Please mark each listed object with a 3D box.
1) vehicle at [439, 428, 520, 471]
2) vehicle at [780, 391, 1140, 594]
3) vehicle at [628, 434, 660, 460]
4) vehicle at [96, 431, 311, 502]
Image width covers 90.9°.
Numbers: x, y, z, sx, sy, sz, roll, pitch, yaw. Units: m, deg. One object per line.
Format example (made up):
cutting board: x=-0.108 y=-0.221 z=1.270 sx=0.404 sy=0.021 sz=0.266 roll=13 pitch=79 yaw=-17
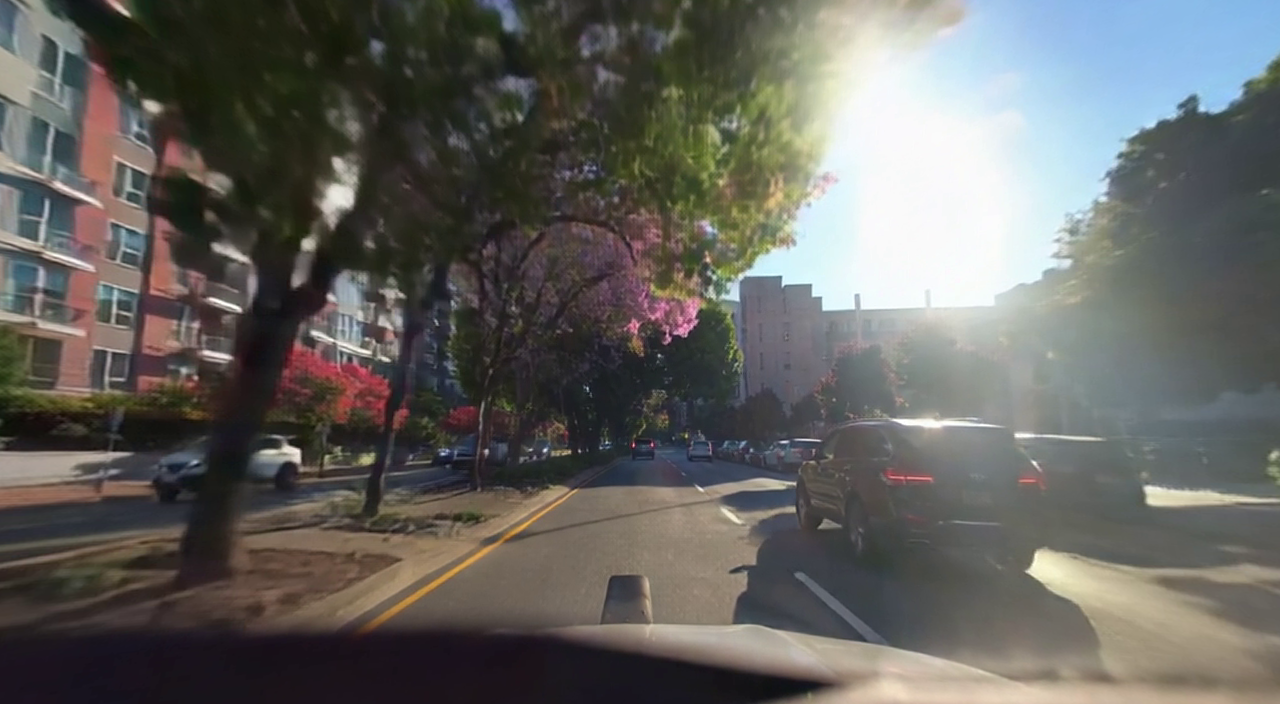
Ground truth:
vehicle: x=-7.682 y=4.754 z=30.882 sx=2.249 sy=1.898 sz=5.815 roll=-1 pitch=-8 yaw=2
vehicle: x=3.286 y=1.548 z=7.808 sx=2.071 sy=1.747 sz=4.549 roll=0 pitch=-8 yaw=0
vehicle: x=0.322 y=6.940 z=46.035 sx=2.244 sy=1.813 sz=4.129 roll=0 pitch=-8 yaw=2
vehicle: x=-11.923 y=3.147 z=17.907 sx=2.191 sy=1.684 sz=5.428 roll=0 pitch=-8 yaw=1
